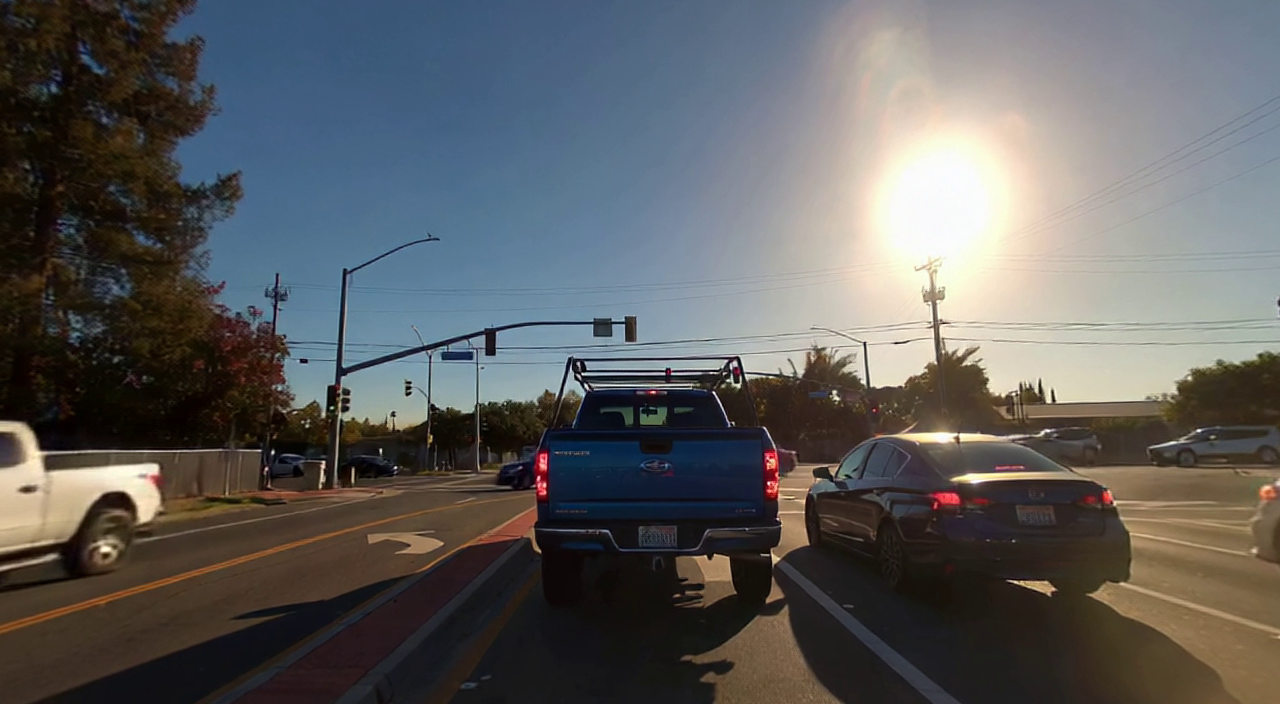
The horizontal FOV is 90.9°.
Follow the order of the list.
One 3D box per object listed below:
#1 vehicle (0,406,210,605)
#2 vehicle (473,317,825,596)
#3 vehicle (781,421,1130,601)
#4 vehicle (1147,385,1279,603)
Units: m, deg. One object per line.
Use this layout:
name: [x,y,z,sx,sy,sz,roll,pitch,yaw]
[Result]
vehicle: [-7.634,1.583,6.611,2.455,1.971,5.329,0,-8,0]
vehicle: [0.079,1.280,8.271,2.831,2.284,6.149,0,-8,0]
vehicle: [3.105,1.639,7.379,1.993,1.495,4.060,0,-8,0]
vehicle: [6.118,1.000,4.095,1.982,1.727,4.352,0,-8,0]
